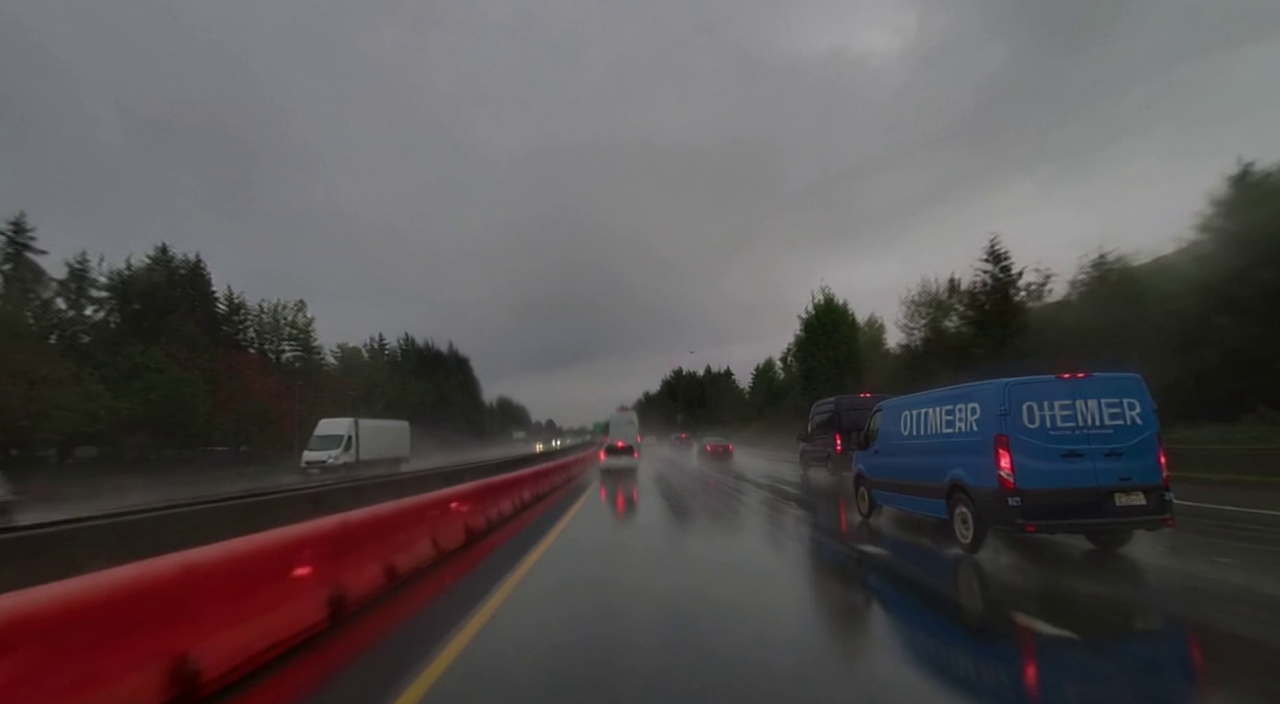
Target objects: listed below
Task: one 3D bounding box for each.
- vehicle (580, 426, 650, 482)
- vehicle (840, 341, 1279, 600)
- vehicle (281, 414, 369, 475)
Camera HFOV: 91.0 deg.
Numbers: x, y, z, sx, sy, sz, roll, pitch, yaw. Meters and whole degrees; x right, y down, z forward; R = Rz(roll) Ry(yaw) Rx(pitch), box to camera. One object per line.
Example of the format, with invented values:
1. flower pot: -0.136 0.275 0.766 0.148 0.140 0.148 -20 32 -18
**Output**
1. vehicle: -0.765 3.326 20.717 2.100 1.636 3.620 0 -8 -1
2. vehicle: 4.436 1.266 7.533 2.223 2.008 5.121 0 -8 -2
3. vehicle: -21.768 6.384 43.856 2.977 3.918 5.877 0 -8 0
